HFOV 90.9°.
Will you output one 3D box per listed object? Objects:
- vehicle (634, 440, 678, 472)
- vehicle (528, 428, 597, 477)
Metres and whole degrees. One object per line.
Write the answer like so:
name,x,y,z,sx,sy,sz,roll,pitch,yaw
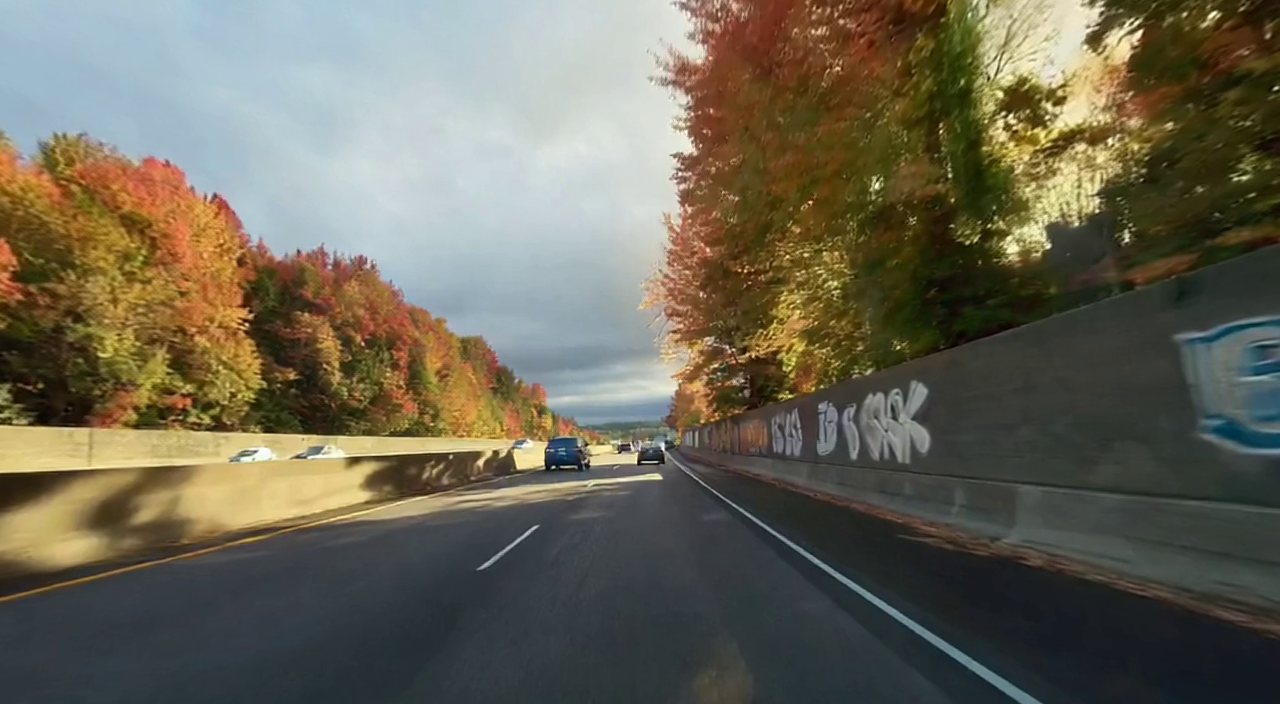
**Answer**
vehicle,0.757,5.184,31.654,2.071,1.487,3.948,0,-8,1
vehicle,-3.307,4.425,27.989,2.199,1.973,5.078,0,-8,2
